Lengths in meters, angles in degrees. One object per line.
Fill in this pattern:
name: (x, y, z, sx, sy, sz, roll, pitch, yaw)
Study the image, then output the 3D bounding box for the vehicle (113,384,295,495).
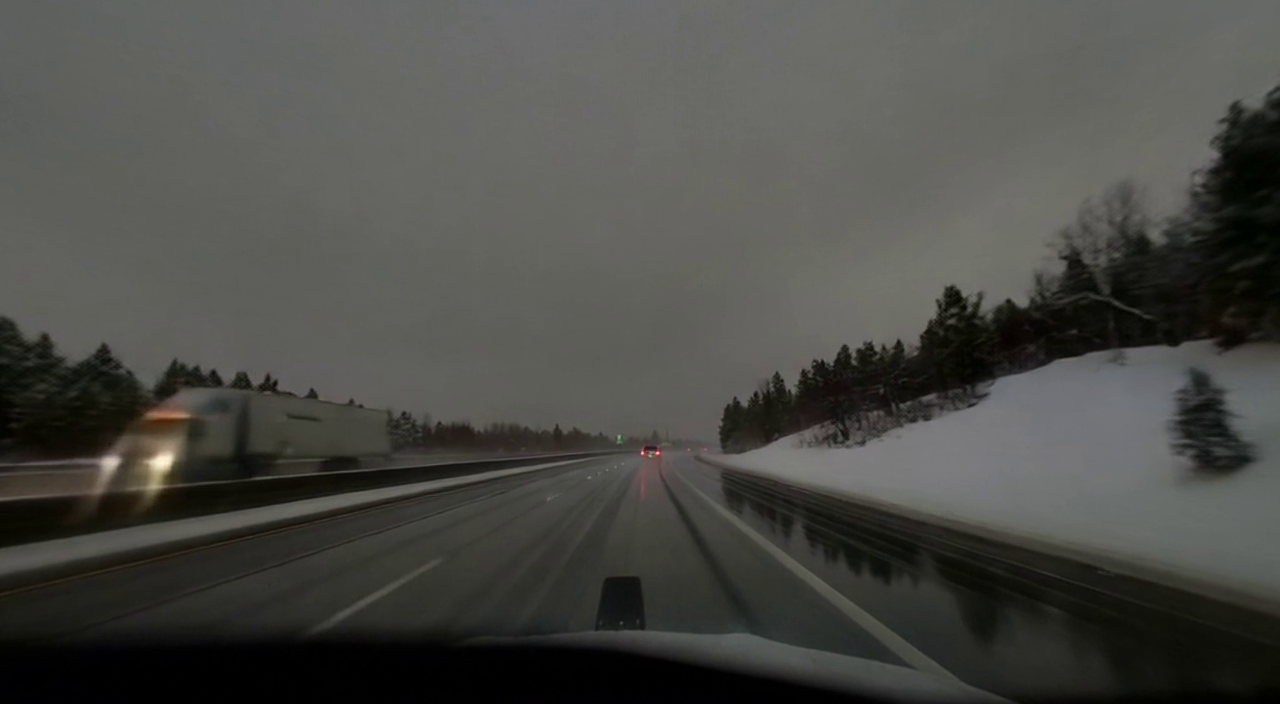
vehicle: (-17.221, 3.567, 25.550, 3.024, 3.921, 5.784, 0, -9, 0)

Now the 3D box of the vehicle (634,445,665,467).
vehicle: (0.741, 7.832, 47.588, 2.221, 1.603, 4.149, 0, -9, 1)
